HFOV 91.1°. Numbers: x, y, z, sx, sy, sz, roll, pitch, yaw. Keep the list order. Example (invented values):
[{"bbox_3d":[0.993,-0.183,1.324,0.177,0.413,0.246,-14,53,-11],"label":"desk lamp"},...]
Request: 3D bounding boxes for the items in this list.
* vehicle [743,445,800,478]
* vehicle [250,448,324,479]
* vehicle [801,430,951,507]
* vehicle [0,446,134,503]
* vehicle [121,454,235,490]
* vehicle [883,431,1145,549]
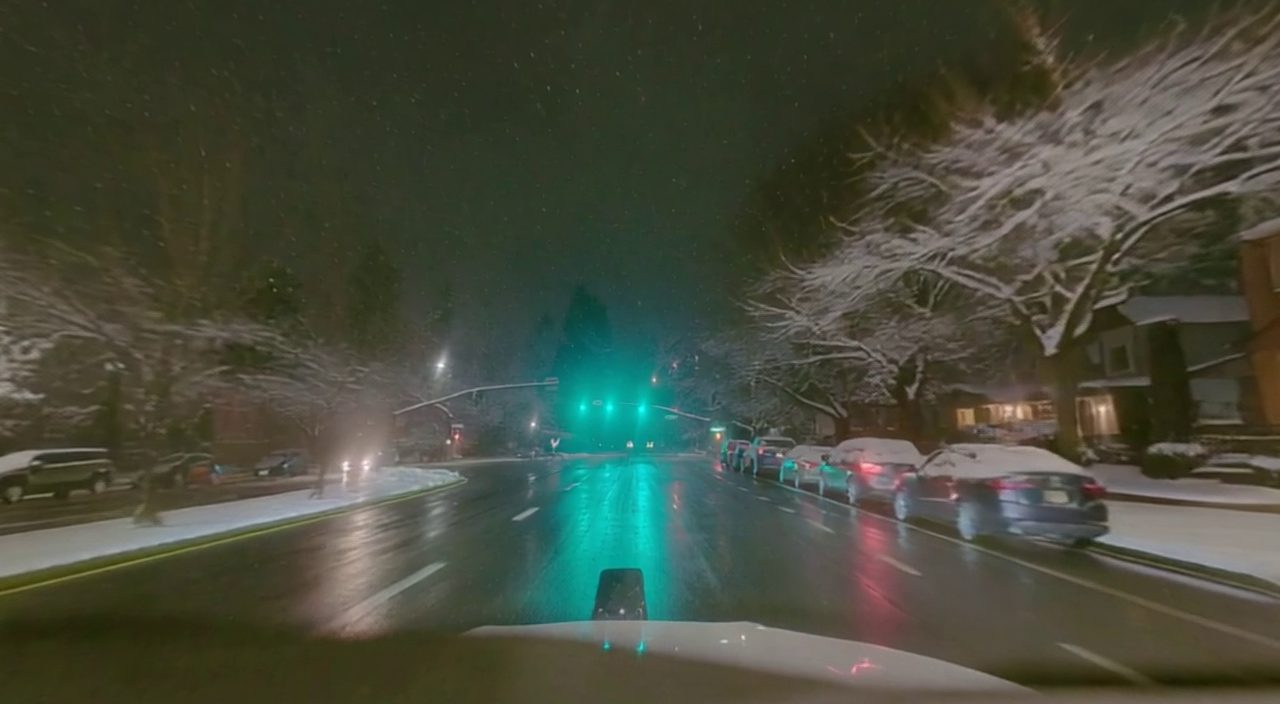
[{"bbox_3d":[6.468,5.401,31.313,1.901,1.470,4.580,0,-9,1],"label":"vehicle"},{"bbox_3d":[-21.488,6.764,38.413,1.933,1.733,4.518,0,-9,-1],"label":"vehicle"},{"bbox_3d":[6.212,3.133,17.314,2.112,1.788,4.933,0,-9,-1],"label":"vehicle"},{"bbox_3d":[-21.678,4.420,23.171,2.001,1.839,4.669,0,-9,0],"label":"vehicle"},{"bbox_3d":[-21.511,5.564,29.511,1.842,1.496,4.614,0,-9,1],"label":"vehicle"},{"bbox_3d":[6.223,2.314,11.234,1.918,1.662,4.393,0,-9,-1],"label":"vehicle"}]
